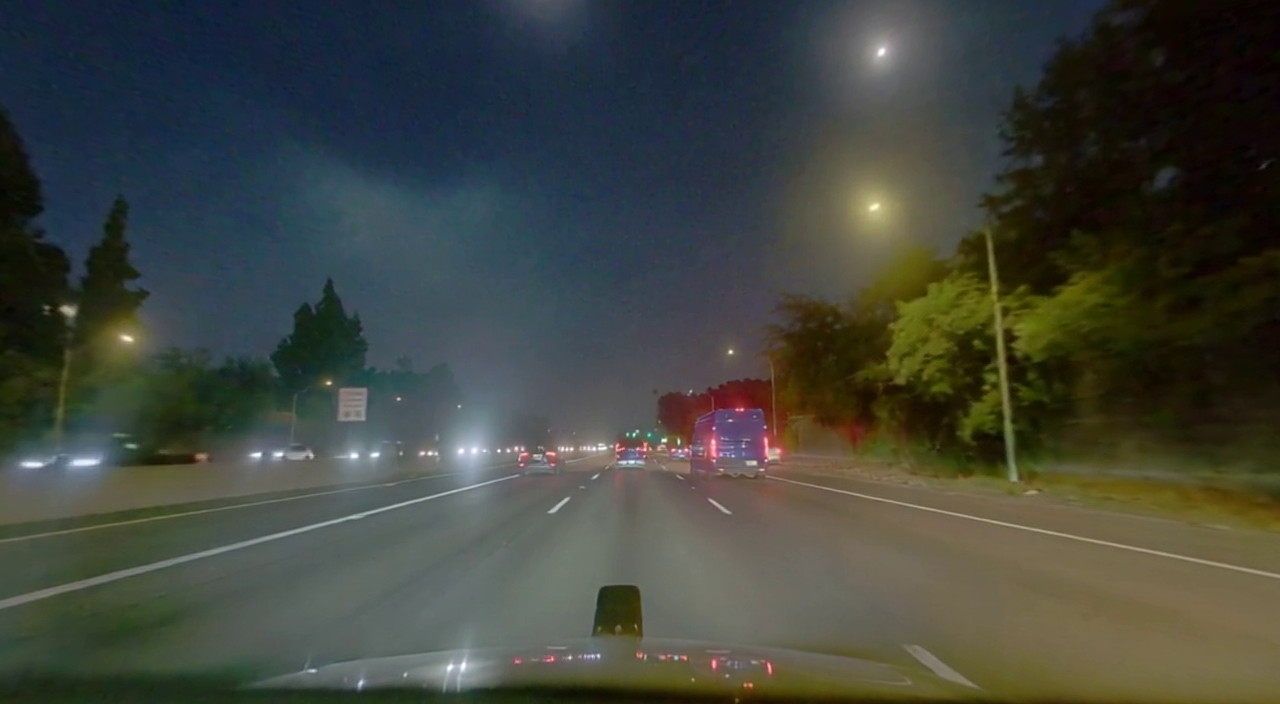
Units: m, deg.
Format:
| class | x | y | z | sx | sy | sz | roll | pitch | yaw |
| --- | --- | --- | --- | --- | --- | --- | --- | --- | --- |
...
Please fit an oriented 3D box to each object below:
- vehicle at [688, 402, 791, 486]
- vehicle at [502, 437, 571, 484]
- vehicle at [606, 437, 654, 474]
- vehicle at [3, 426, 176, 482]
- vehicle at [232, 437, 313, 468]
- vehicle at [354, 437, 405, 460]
| class | x | y | z | sx | sy | sz | roll | pitch | yaw |
| --- | --- | --- | --- | --- | --- | --- | --- | --- | --- |
| vehicle | 3.493 | 3.483 | 23.854 | 2.631 | 2.709 | 6.496 | 0 | -9 | -2 |
| vehicle | -4.026 | 4.291 | 25.307 | 2.023 | 1.709 | 4.263 | 0 | -8 | 0 |
| vehicle | -0.533 | 5.361 | 32.886 | 2.297 | 1.783 | 4.355 | 0 | -9 | -1 |
| vehicle | -16.917 | 3.159 | 19.714 | 2.134 | 1.538 | 3.622 | 0 | -8 | -1 |
| vehicle | -21.095 | 5.781 | 36.513 | 2.081 | 1.661 | 4.457 | 0 | -8 | -1 |
| vehicle | -17.407 | 6.464 | 42.413 | 1.932 | 1.435 | 3.510 | 0 | -9 | -1 |
